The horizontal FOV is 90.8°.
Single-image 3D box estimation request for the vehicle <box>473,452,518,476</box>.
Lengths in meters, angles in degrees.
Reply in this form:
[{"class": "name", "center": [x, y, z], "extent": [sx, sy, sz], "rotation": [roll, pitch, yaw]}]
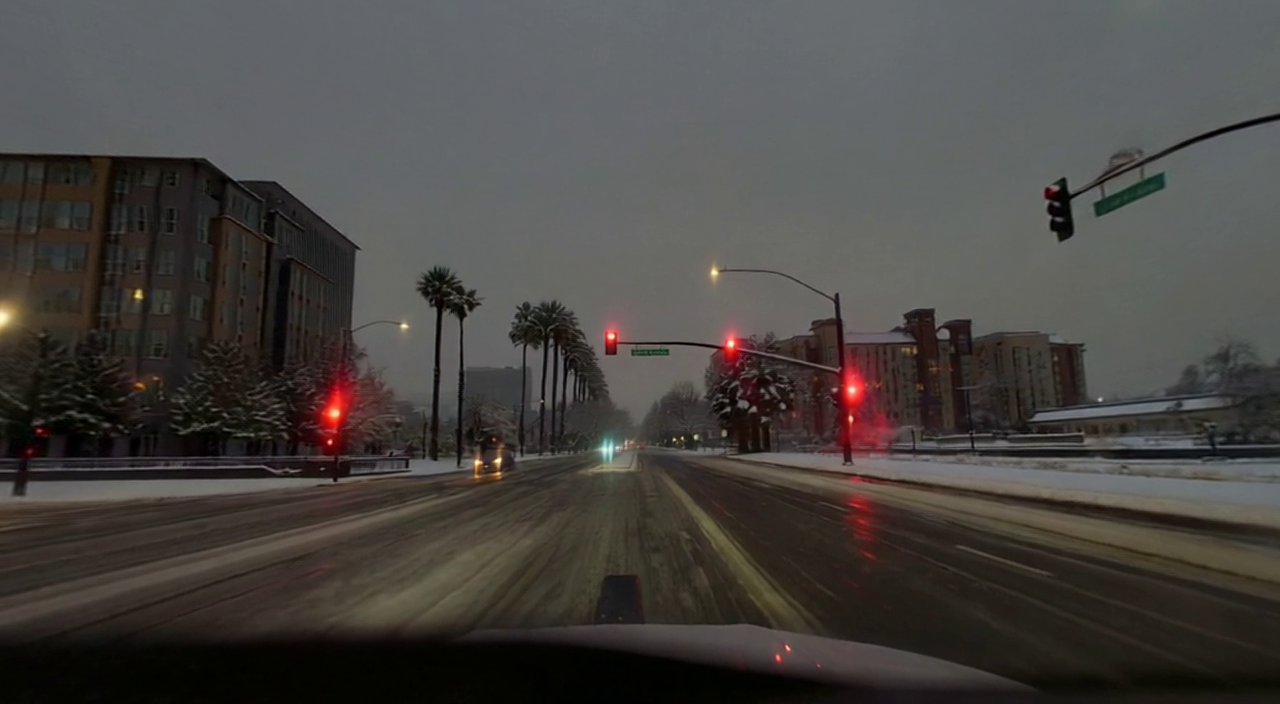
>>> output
[{"class": "vehicle", "center": [-9.870, 7.656, 43.456], "extent": [2.149, 1.477, 4.186], "rotation": [0, -9, -1]}]
